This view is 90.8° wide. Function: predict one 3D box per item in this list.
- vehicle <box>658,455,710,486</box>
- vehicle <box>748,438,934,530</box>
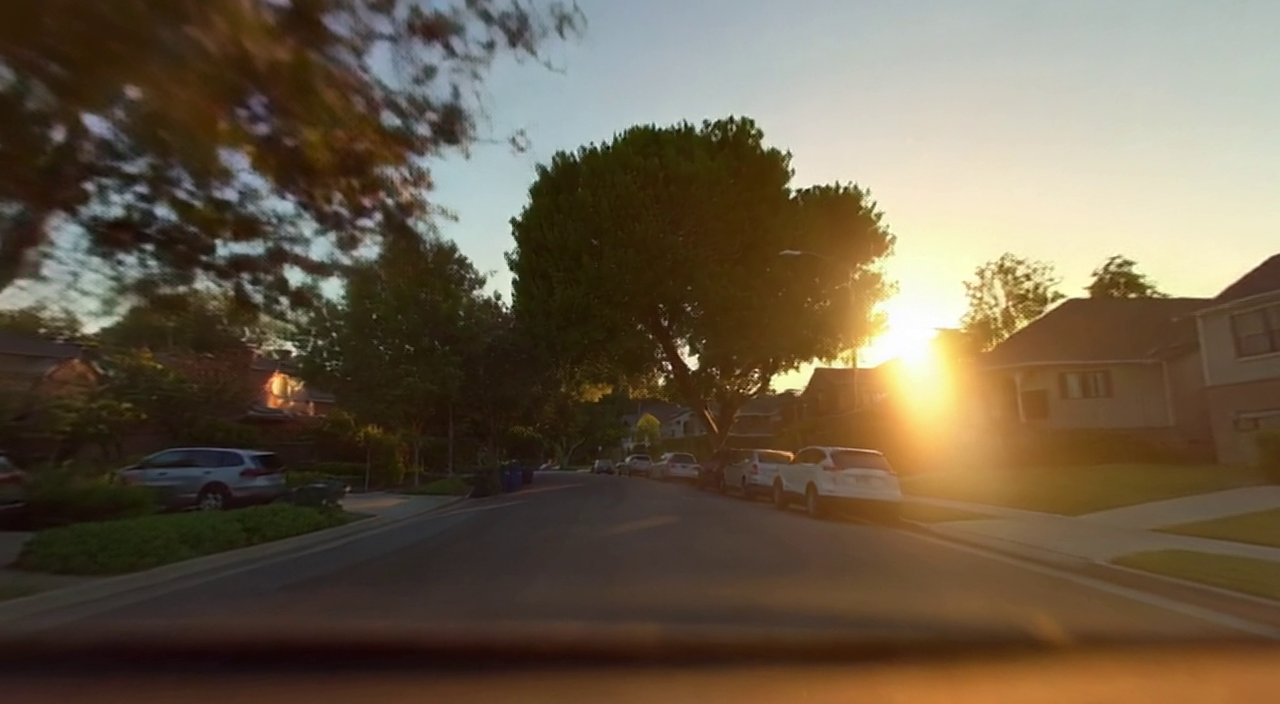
[{"bbox_3d":[2.774,7.675,41.150,2.111,1.771,4.942,2,-9,-12],"label":"vehicle"},{"bbox_3d":[4.875,3.374,16.803,2.715,1.900,6.163,2,-10,-2],"label":"vehicle"}]
